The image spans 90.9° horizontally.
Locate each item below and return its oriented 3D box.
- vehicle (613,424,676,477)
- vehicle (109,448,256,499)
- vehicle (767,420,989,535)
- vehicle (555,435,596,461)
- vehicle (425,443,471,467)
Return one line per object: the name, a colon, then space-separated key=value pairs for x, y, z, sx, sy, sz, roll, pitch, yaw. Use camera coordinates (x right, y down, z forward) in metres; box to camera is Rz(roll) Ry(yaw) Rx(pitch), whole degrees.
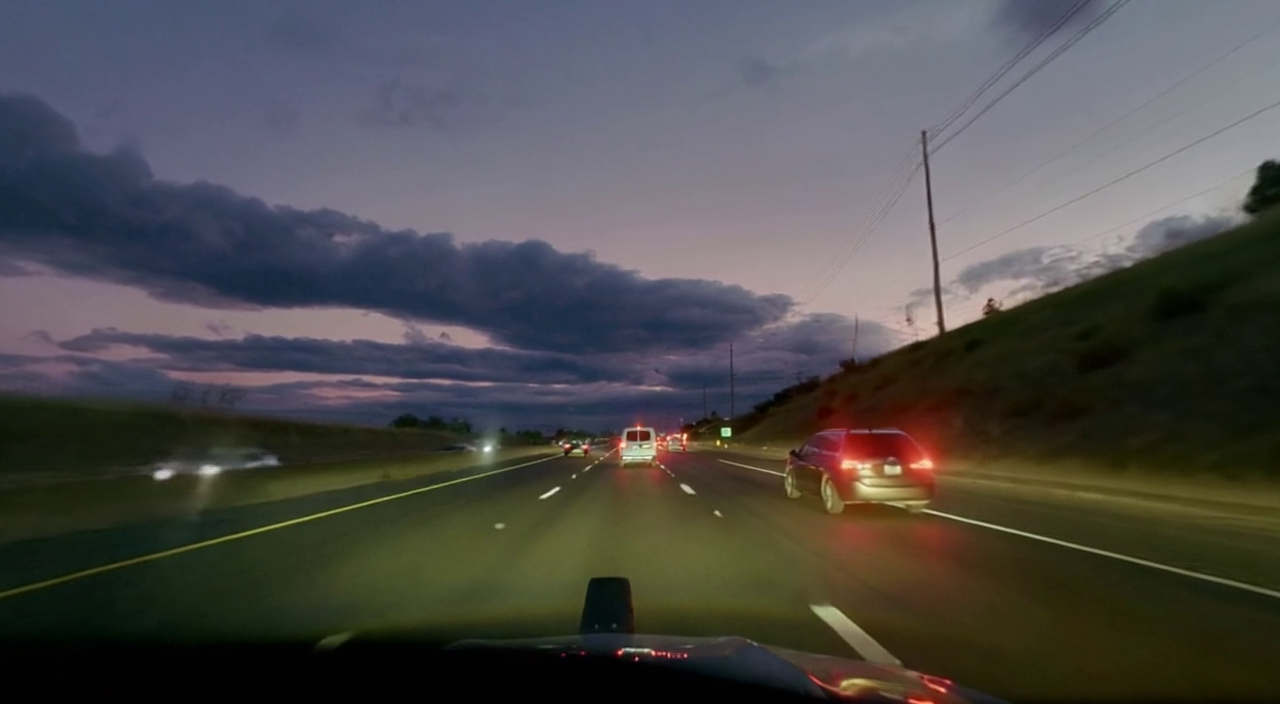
vehicle: x=0.105 y=3.658 z=23.732 sx=2.159 sy=1.811 sz=4.238 roll=0 pitch=-8 yaw=-1
vehicle: x=-15.456 y=4.077 z=21.627 sx=1.940 sy=1.466 sz=4.157 roll=0 pitch=-8 yaw=-1
vehicle: x=3.757 y=2.043 z=11.061 sx=1.923 sy=1.562 sz=4.691 roll=0 pitch=-8 yaw=-2
vehicle: x=-3.957 y=5.991 z=39.501 sx=2.093 sy=1.517 sz=4.648 roll=0 pitch=-8 yaw=0
vehicle: x=-12.222 y=6.556 z=40.350 sx=1.904 sy=1.452 sz=3.703 roll=0 pitch=-7 yaw=-2
